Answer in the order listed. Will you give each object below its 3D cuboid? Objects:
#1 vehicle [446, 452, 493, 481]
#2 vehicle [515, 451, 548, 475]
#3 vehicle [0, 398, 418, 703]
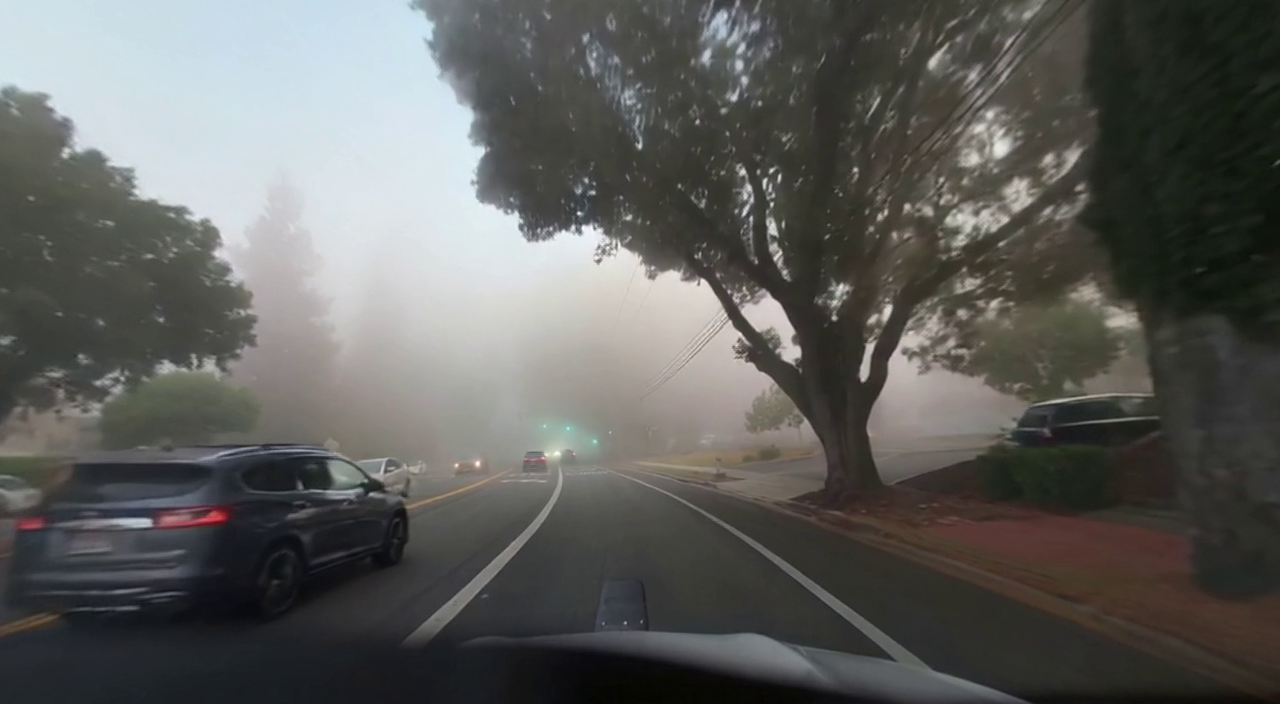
[{"bbox_3d":[-10.529,7.071,39.199,2.087,1.689,4.373,1,-9,-6],"label":"vehicle"},{"bbox_3d":[-7.589,7.780,44.371,2.060,1.530,4.121,1,-9,-6],"label":"vehicle"},{"bbox_3d":[-3.886,1.449,5.670,2.084,1.701,4.734,0,-9,0],"label":"vehicle"}]
